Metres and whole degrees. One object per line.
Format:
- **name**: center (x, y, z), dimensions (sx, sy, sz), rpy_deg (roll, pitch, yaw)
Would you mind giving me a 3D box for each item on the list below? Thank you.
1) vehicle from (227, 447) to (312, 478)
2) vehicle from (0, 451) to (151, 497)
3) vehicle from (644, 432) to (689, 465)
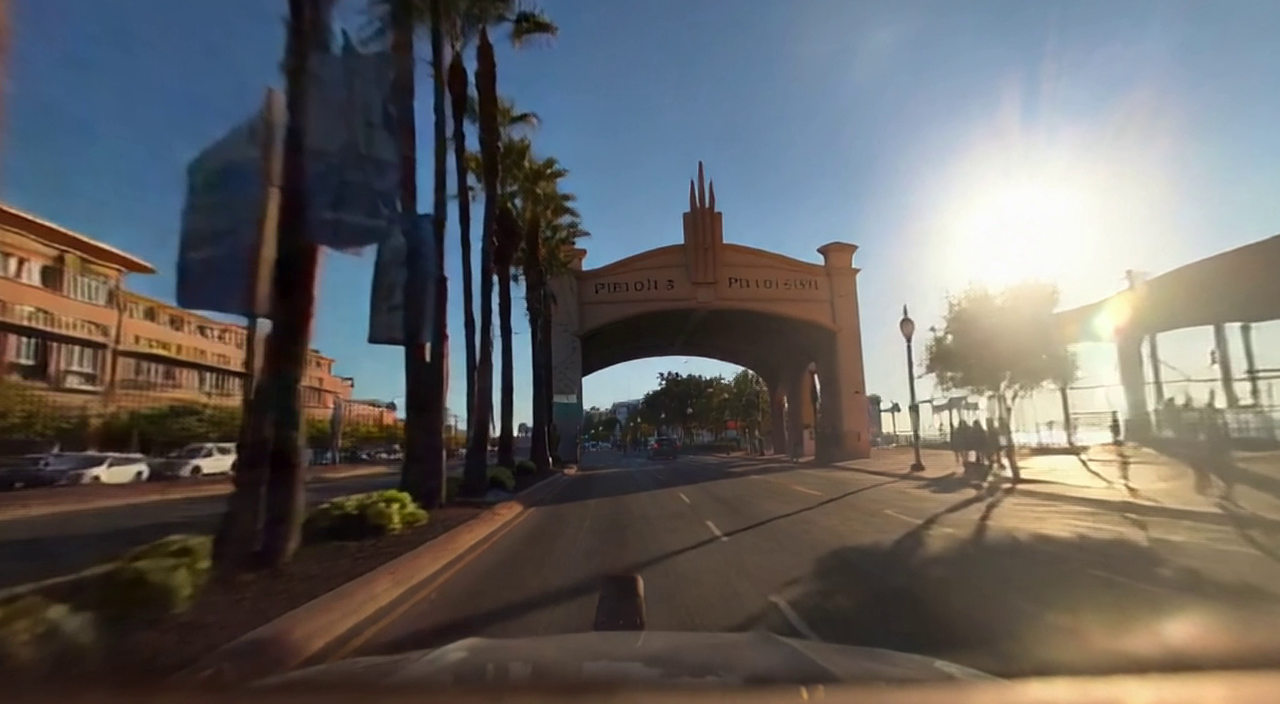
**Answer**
- **vehicle**: center (-22.001, 6.566, 37.807), dimensions (2.285, 1.689, 4.968), rpy_deg (0, -8, -4)
- **vehicle**: center (-21.779, 4.635, 24.492), dimensions (1.866, 1.553, 4.835), rpy_deg (0, -8, -2)
- **vehicle**: center (1.659, 6.468, 42.586), dimensions (2.284, 2.010, 6.670), rpy_deg (0, -8, -4)
